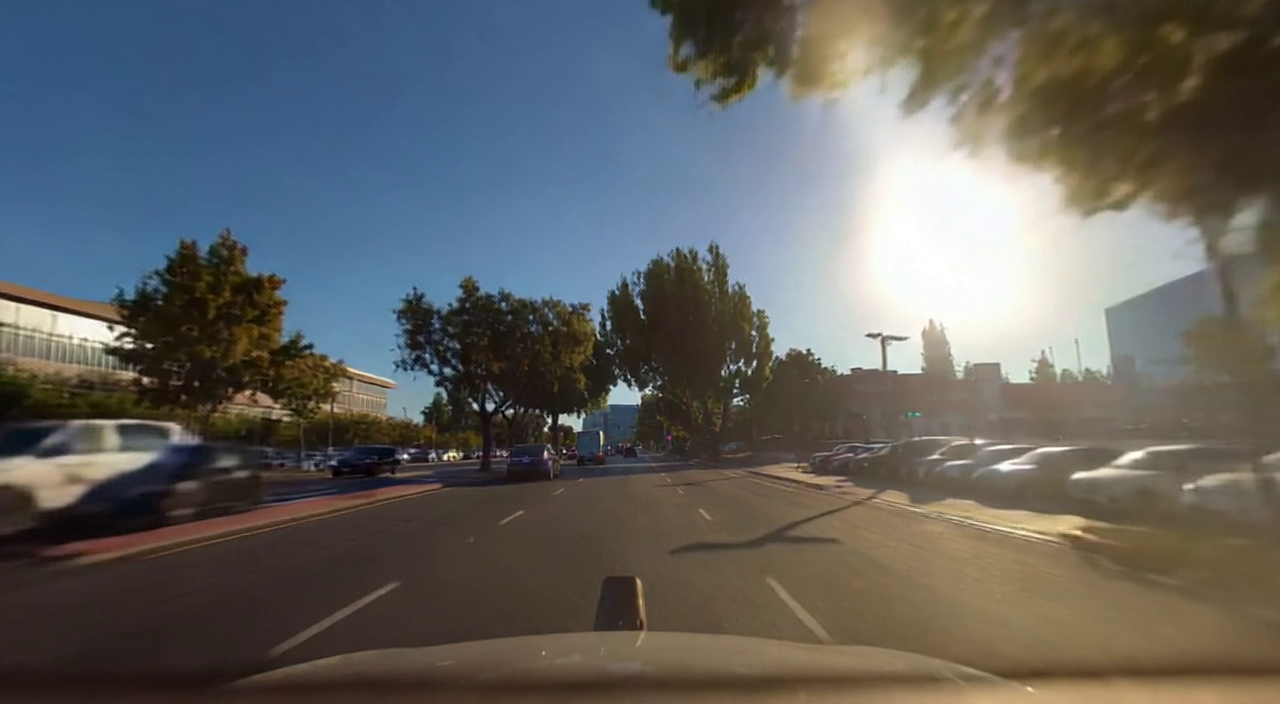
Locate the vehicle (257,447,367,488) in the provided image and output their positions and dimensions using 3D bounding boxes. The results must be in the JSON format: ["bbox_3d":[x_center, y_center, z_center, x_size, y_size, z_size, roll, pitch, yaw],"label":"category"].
[{"bbox_3d":[-13.162,4.637,25.643,1.955,1.496,4.661,0,-9,0],"label":"vehicle"}]

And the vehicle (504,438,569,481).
[{"bbox_3d":[-4.366,4.601,27.176,2.109,1.672,4.256,0,-9,0],"label":"vehicle"}]

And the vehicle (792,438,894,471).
[{"bbox_3d":[12.408,6.293,38.657,5.500,1.749,2.057,-1,-9,-3],"label":"vehicle"}]

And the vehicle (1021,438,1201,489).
[{"bbox_3d":[18.761,4.465,25.303,5.420,1.818,2.046,-2,-9,2],"label":"vehicle"}]

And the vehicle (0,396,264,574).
[{"bbox_3d":[-7.591,1.816,9.333,2.123,1.864,5.553,1,-9,-17],"label":"vehicle"}]

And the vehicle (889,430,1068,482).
[{"bbox_3d":[12.406,3.856,23.547,5.426,1.811,2.193,-2,-9,15],"label":"vehicle"}]
